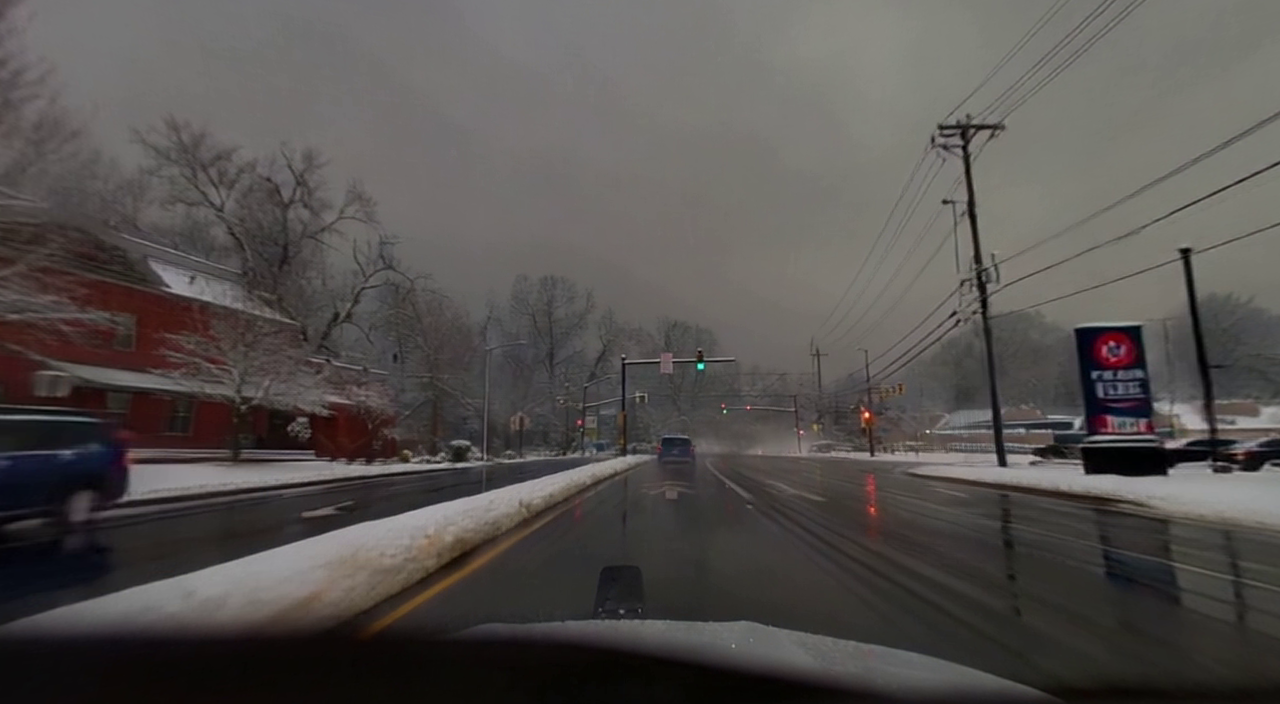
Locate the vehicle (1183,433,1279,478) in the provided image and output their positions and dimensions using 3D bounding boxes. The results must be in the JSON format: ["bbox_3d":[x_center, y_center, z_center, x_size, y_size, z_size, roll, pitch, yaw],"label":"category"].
[{"bbox_3d":[25.485,4.229,26.093,4.510,1.733,2.066,1,-9,-10],"label":"vehicle"}]

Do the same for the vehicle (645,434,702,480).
[{"bbox_3d":[1.372,4.079,24.768,2.032,1.621,4.082,-1,-9,4],"label":"vehicle"}]

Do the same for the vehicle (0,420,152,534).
[{"bbox_3d":[-11.580,2.094,10.636,2.159,1.850,4.944,-2,-9,12],"label":"vehicle"}]
